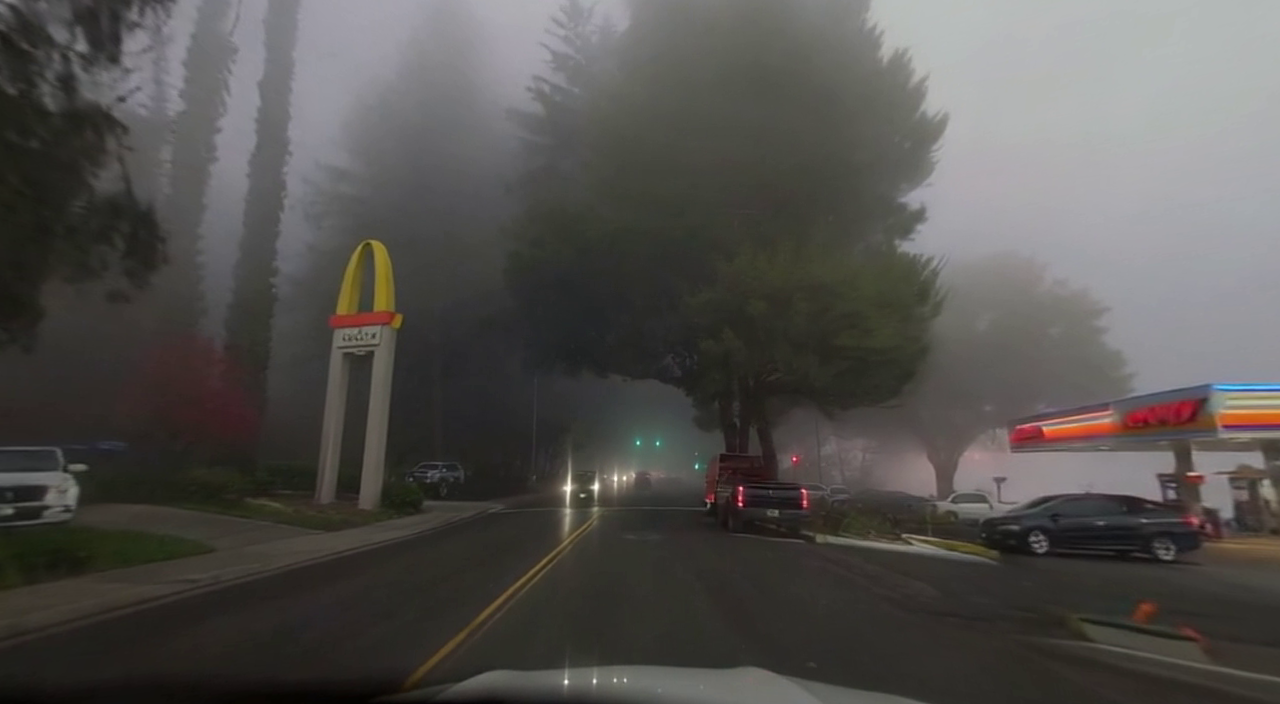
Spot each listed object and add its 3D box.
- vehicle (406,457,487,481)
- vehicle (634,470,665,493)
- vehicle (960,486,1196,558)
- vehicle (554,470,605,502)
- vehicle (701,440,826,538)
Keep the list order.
[{"bbox_3d":[-12.878,7.804,42.069,4.677,1.478,1.904,0,-11,5],"label":"vehicle"},{"bbox_3d":[0.672,8.629,42.186,1.993,1.454,3.810,0,-11,1],"label":"vehicle"},{"bbox_3d":[10.078,3.940,14.777,4.123,1.446,1.807,1,-11,0],"label":"vehicle"},{"bbox_3d":[-2.948,6.665,31.615,1.999,1.467,4.256,0,-11,1],"label":"vehicle"},{"bbox_3d":[2.914,3.446,16.250,2.153,2.074,5.188,1,-11,0],"label":"vehicle"}]
